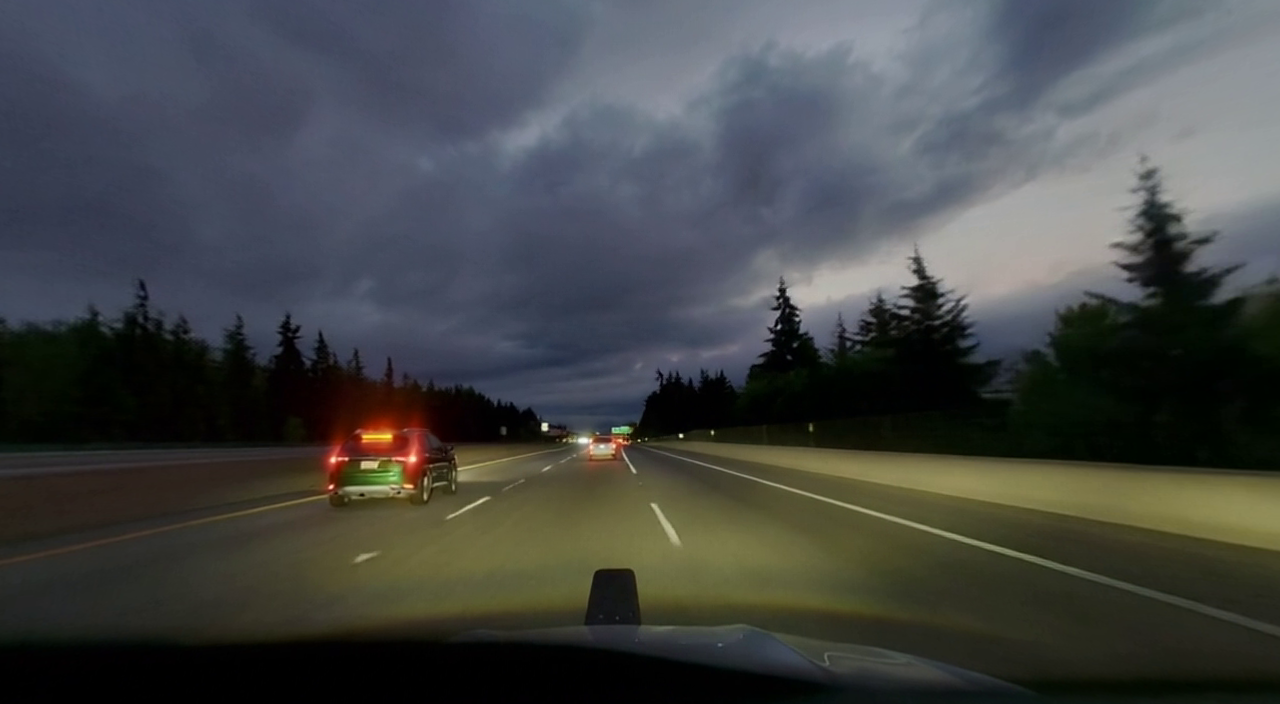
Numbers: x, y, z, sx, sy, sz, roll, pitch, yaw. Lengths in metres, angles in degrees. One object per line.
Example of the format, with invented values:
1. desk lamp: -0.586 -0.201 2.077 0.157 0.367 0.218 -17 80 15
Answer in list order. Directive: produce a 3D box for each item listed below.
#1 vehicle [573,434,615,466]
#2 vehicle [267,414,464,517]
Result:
1. vehicle: -2.281 4.990 32.284 2.010 1.534 4.013 0 -8 -2
2. vehicle: -5.211 2.200 12.787 2.111 1.689 4.505 0 -8 -2
